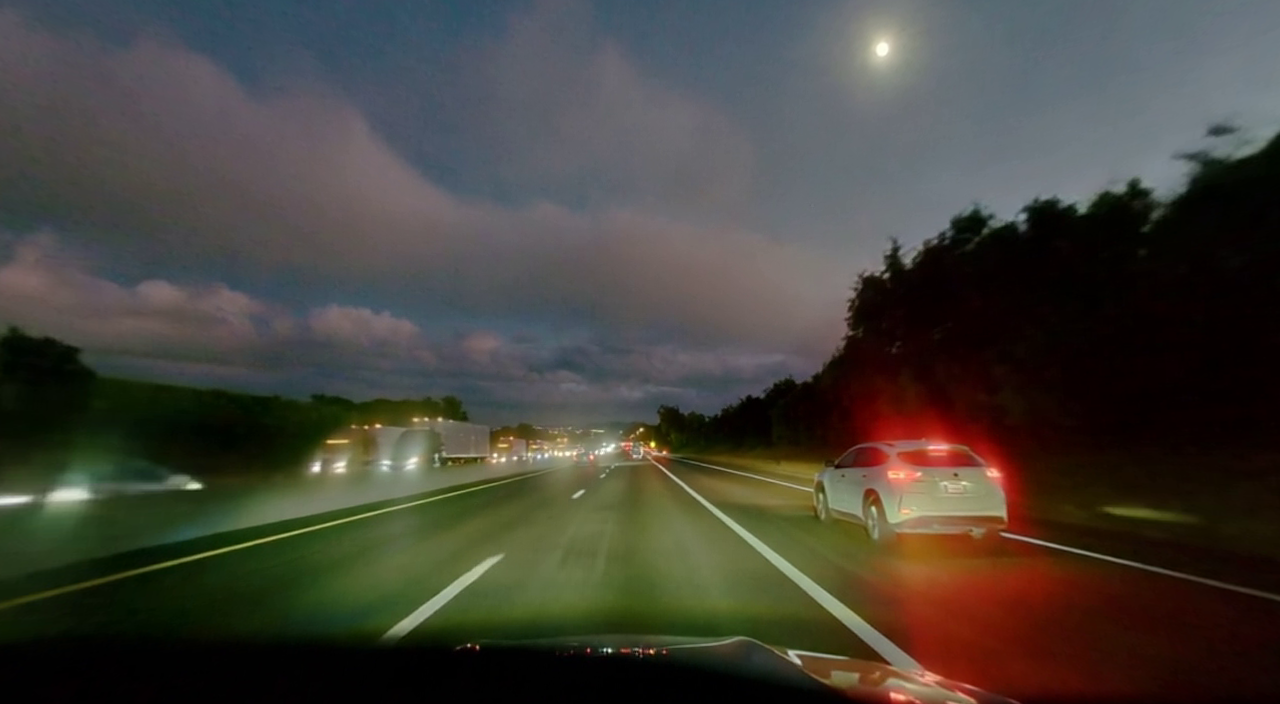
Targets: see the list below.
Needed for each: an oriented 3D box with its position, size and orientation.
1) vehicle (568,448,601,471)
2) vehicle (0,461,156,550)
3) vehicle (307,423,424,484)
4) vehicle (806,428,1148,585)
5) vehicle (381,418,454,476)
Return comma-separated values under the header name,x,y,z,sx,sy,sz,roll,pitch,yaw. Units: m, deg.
name,x,y,z,sx,sy,sz,roll,pitch,yaw
vehicle,-3.811,7.447,43.794,1.978,1.539,3.924,0,-9,0
vehicle,-12.563,3.092,13.209,1.783,1.511,3.874,0,-9,-1
vehicle,-20.097,7.659,47.557,3.192,3.940,12.557,0,-9,0
vehicle,3.879,1.851,8.402,2.053,1.504,4.386,0,-9,-1
vehicle,-16.042,6.930,45.962,2.995,3.939,6.212,0,-9,-1
